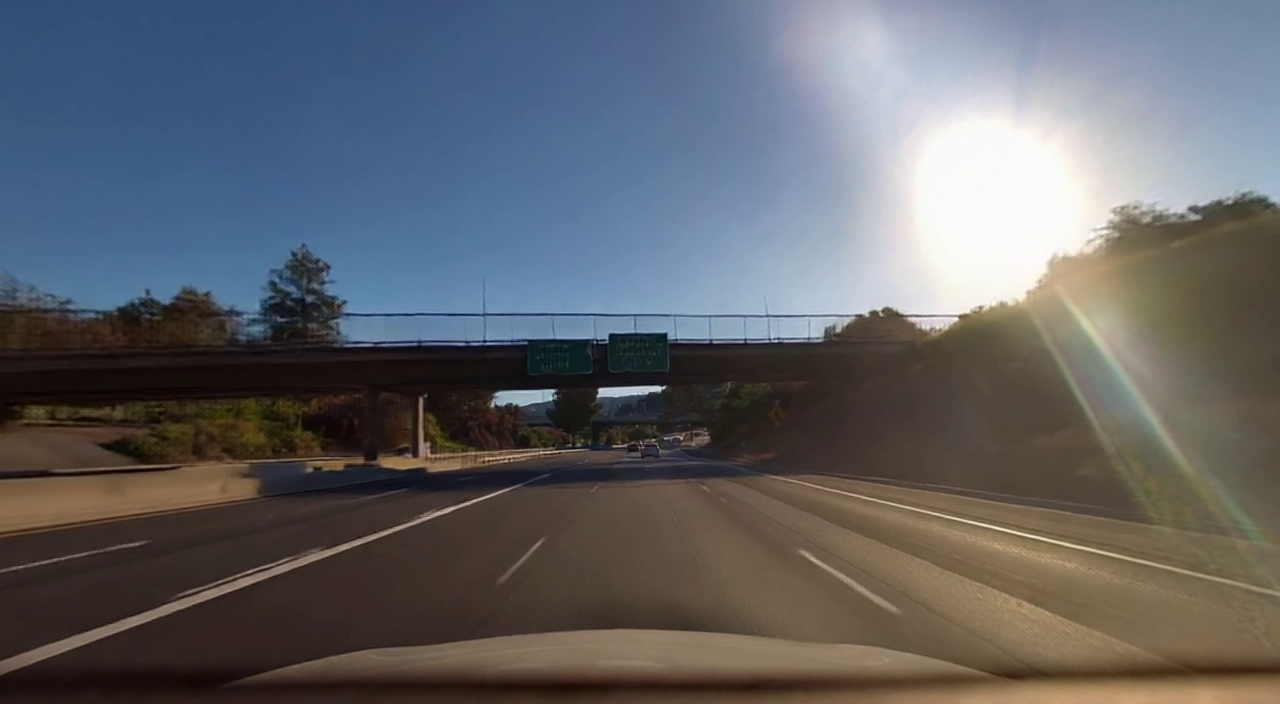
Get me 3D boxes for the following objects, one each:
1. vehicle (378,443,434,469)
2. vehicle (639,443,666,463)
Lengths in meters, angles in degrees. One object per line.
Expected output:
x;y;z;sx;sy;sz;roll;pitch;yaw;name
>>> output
-14.953;6.614;40.585;1.806;1.563;3.887;-1;-8;6;vehicle
0.924;7.650;48.021;1.970;1.477;4.158;0;-9;1;vehicle
